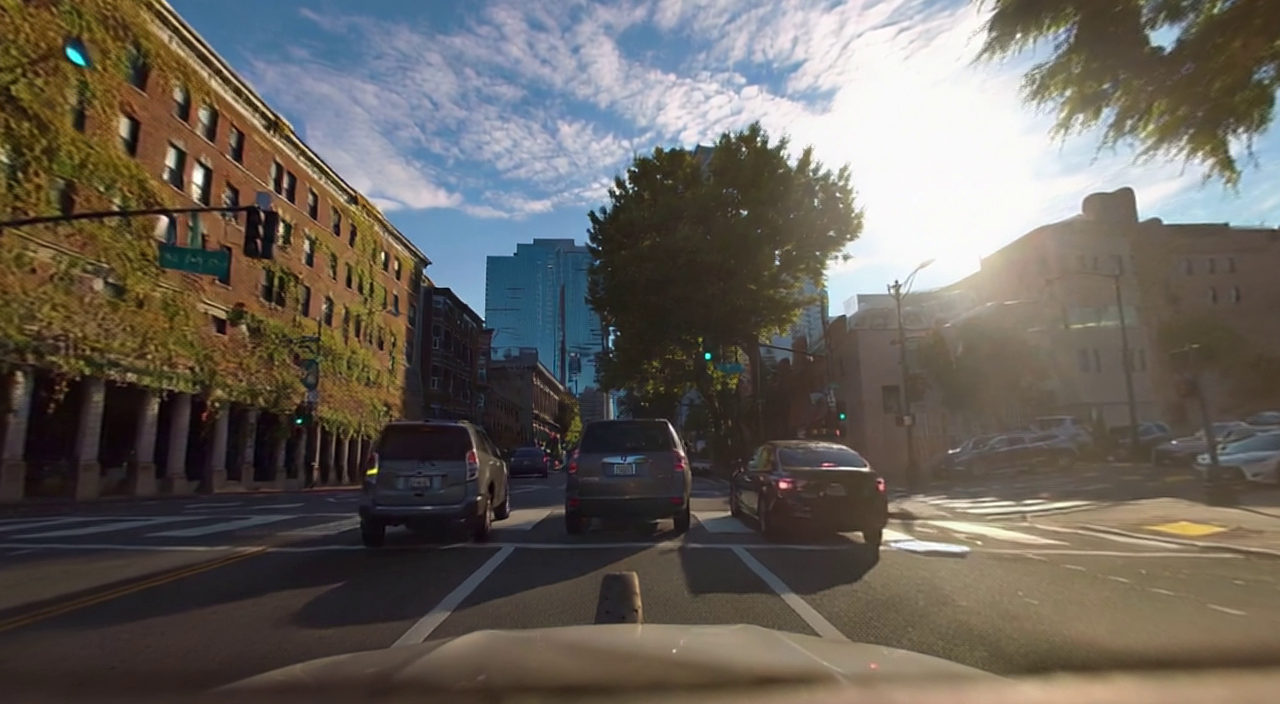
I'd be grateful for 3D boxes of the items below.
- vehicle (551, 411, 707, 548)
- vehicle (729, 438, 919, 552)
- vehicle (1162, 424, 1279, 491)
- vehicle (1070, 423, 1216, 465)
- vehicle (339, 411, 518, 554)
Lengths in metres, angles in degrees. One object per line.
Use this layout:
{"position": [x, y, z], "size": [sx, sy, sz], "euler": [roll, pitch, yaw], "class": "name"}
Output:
{"position": [-0.187, 2.074, 10.917], "size": [2.105, 1.842, 4.537], "euler": [0, -8, -1], "class": "vehicle"}
{"position": [2.686, 2.170, 10.347], "size": [1.852, 1.462, 4.155], "euler": [0, -8, 0], "class": "vehicle"}
{"position": [17.390, 2.896, 17.333], "size": [4.547, 1.720, 1.624], "euler": [0, -12, -1], "class": "vehicle"}
{"position": [20.815, 3.825, 26.299], "size": [4.355, 1.663, 1.948], "euler": [0, -8, 0], "class": "vehicle"}
{"position": [-3.125, 1.987, 10.326], "size": [1.855, 1.812, 4.244], "euler": [1, -8, -6], "class": "vehicle"}
